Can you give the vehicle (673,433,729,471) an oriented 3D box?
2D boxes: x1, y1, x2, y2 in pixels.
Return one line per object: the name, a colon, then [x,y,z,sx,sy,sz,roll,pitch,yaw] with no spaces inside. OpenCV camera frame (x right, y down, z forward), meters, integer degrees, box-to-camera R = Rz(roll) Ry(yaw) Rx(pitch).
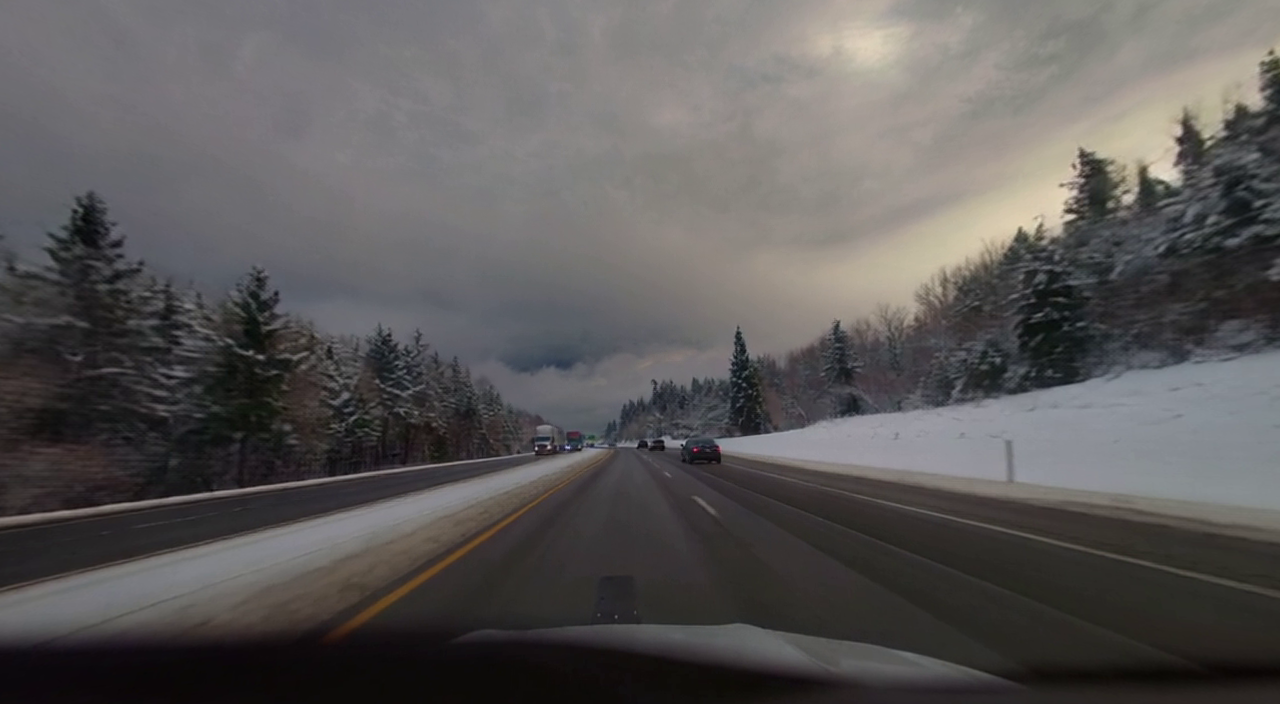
vehicle: [2.780,4.686,29.708,2.043,1.673,4.016,0,-8,-3]
